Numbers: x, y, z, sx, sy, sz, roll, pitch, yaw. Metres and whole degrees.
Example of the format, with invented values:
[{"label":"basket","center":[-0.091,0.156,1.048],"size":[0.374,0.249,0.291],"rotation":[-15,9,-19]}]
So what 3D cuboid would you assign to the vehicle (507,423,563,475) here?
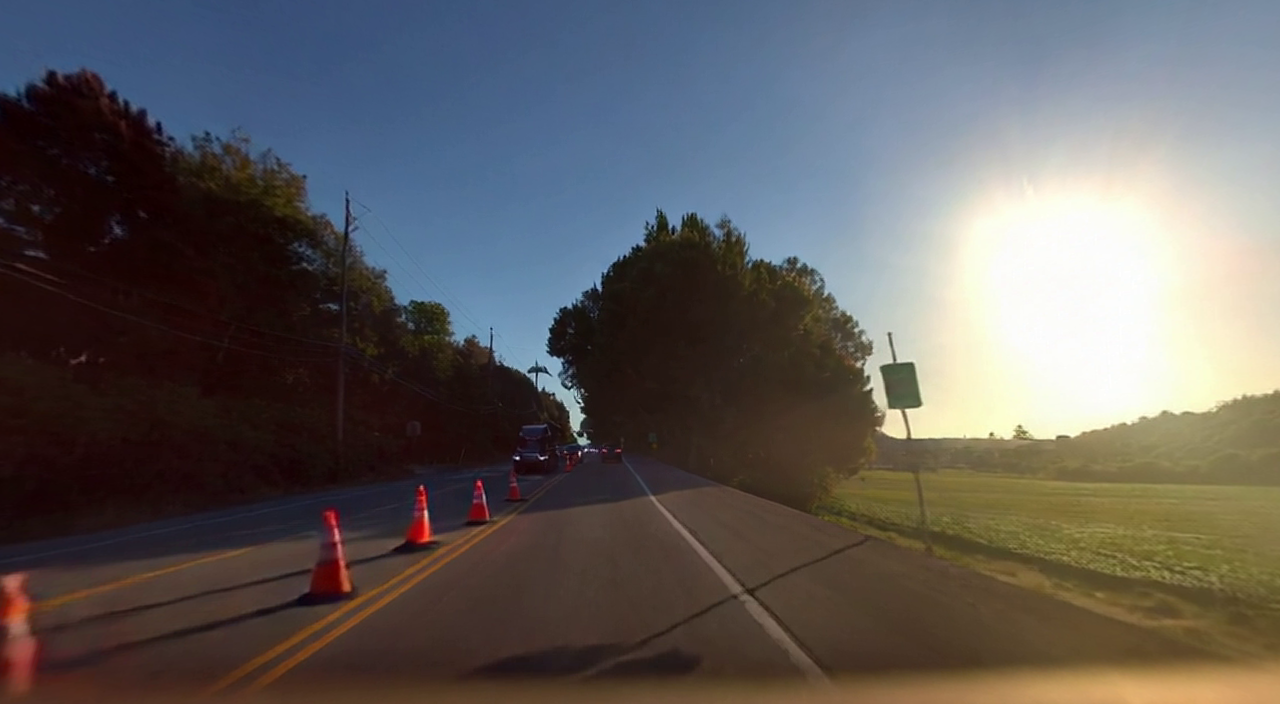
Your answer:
[{"label":"vehicle","center":[-5.329,5.016,32.690],"size":[2.380,2.488,4.028],"rotation":[0,-8,-3]}]
